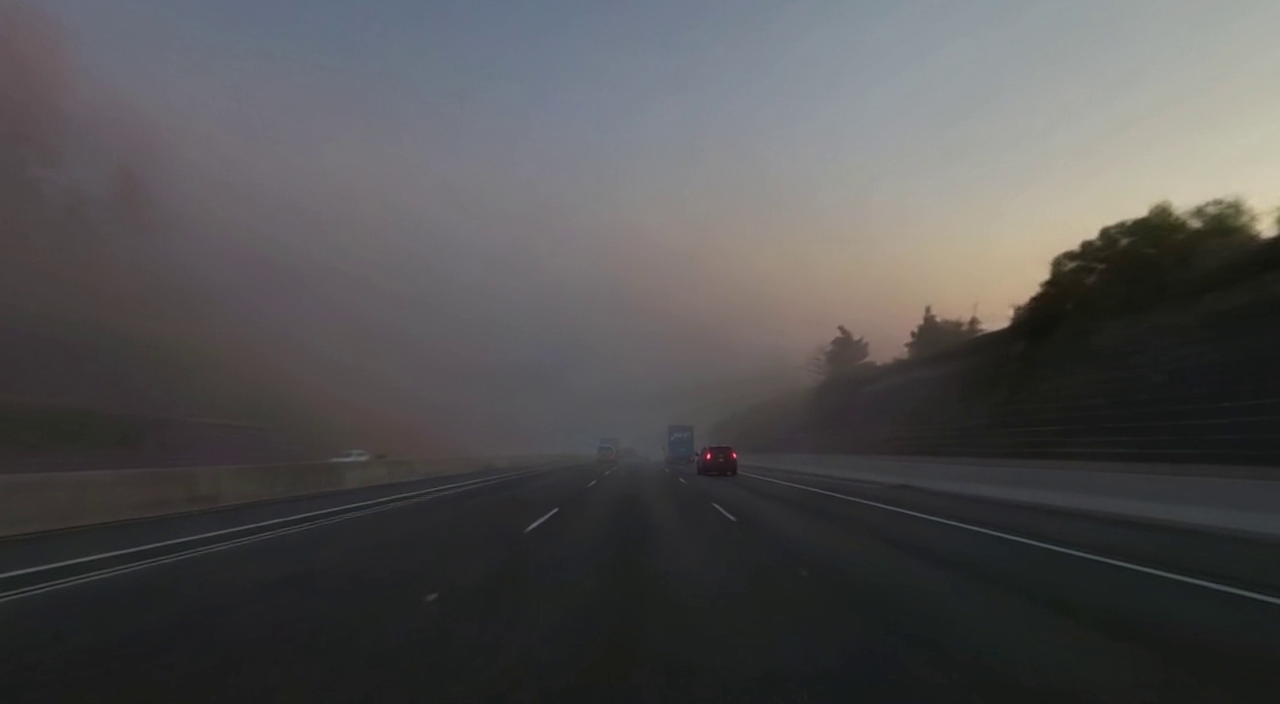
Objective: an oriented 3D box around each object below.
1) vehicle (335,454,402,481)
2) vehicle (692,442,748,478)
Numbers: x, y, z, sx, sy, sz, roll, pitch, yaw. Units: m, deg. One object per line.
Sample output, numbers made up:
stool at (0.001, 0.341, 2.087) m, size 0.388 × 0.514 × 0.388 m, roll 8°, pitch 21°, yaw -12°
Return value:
vehicle at (-16.246, 6.899, 37.977) m, size 1.963 × 1.432 × 4.455 m, roll -1°, pitch -9°, yaw 1°
vehicle at (3.832, 5.262, 30.976) m, size 2.066 × 1.638 × 4.158 m, roll 0°, pitch -9°, yaw -1°
